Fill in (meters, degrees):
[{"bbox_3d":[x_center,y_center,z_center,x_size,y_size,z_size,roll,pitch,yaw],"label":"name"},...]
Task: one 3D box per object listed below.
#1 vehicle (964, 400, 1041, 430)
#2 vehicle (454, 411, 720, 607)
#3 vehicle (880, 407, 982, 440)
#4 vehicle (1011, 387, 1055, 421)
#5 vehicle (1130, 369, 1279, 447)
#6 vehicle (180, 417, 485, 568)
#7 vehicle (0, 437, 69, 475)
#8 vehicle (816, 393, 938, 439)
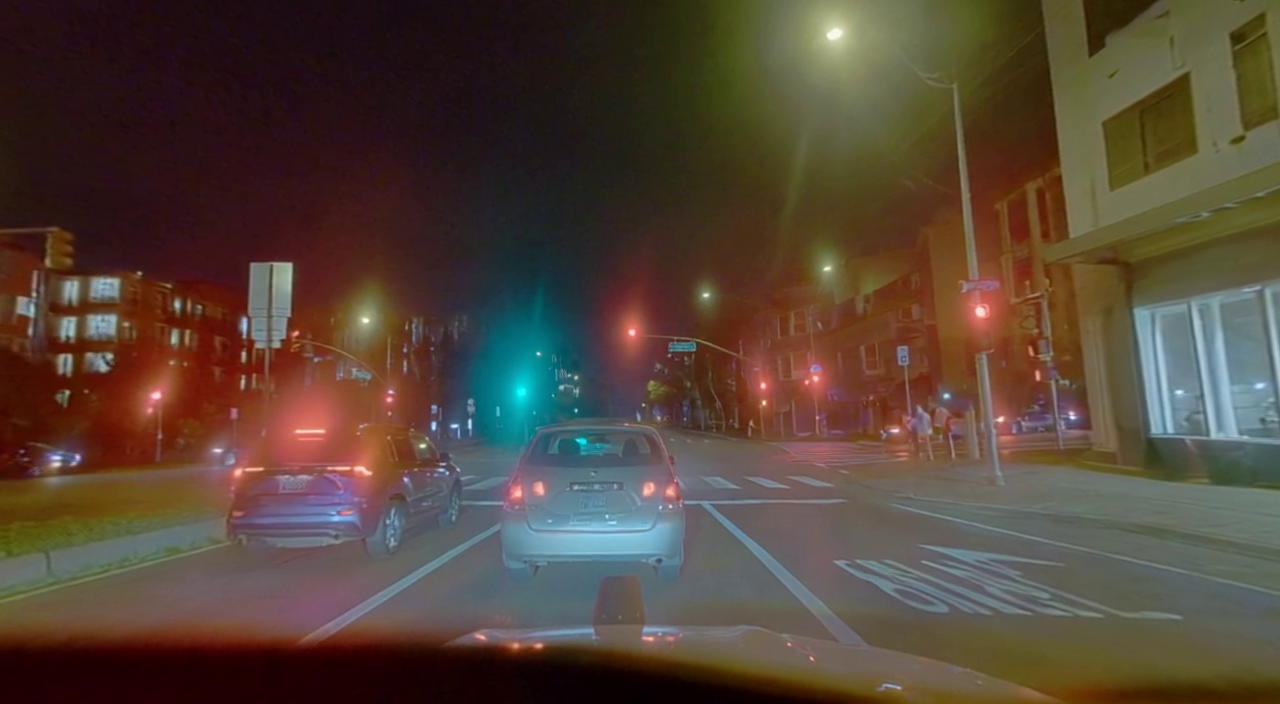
[{"bbox_3d":[21.133,3.715,36.752,5.017,1.542,2.055,7,-11,-38],"label":"vehicle"},{"bbox_3d":[-0.433,1.525,6.989,2.082,1.520,3.896,0,-8,-1],"label":"vehicle"},{"bbox_3d":[15.115,3.756,32.839,4.775,1.604,1.915,3,-9,-21],"label":"vehicle"},{"bbox_3d":[27.016,3.617,43.317,2.152,1.993,5.078,-6,-10,34],"label":"vehicle"},{"bbox_3d":[21.714,2.107,23.192,5.756,2.653,2.403,1,-8,-11],"label":"vehicle"},{"bbox_3d":[-3.700,1.765,8.734,1.934,1.522,4.464,0,-8,0],"label":"vehicle"},{"bbox_3d":[-32.410,5.315,32.326,4.280,1.857,2.136,0,-8,1],"label":"vehicle"},{"bbox_3d":[13.763,3.787,36.716,6.541,2.480,2.259,3,-9,-19],"label":"vehicle"}]
